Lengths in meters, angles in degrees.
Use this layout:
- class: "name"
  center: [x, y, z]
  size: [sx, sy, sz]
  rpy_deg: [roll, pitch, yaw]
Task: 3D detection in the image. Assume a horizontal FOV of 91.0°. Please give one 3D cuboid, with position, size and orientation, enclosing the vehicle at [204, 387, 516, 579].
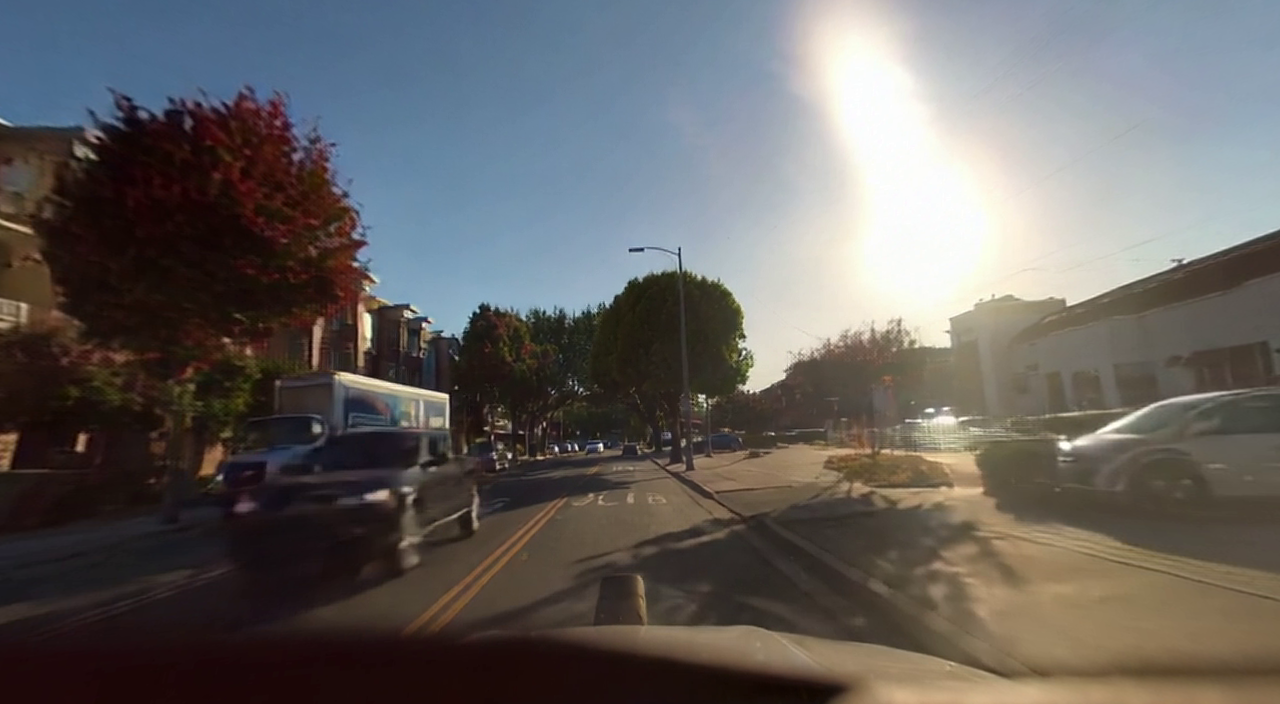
- class: "vehicle"
  center: [-3.188, 1.614, 8.528]
  size: [2.118, 1.864, 4.640]
  rpy_deg: [0, -8, -1]
